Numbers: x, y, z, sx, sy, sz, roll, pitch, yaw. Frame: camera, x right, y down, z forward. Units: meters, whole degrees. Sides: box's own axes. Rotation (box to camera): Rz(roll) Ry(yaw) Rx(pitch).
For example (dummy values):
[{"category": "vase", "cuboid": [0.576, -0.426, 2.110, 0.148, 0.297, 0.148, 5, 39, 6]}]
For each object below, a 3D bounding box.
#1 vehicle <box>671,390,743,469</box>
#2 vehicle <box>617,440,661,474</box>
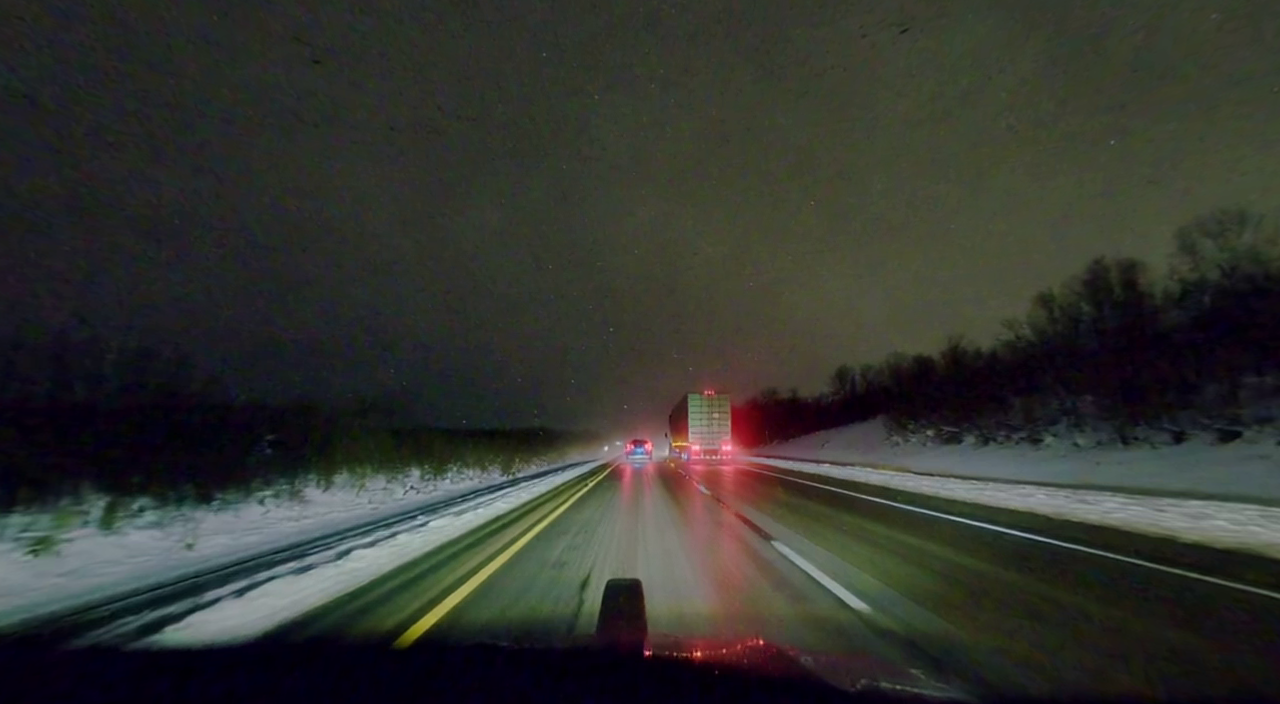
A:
[{"category": "vehicle", "cuboid": [3.964, 5.298, 41.457, 2.929, 4.158, 15.921, 0, -8, 0]}, {"category": "vehicle", "cuboid": [-0.053, 5.060, 30.646, 1.968, 1.515, 4.025, 0, -8, 0]}]
